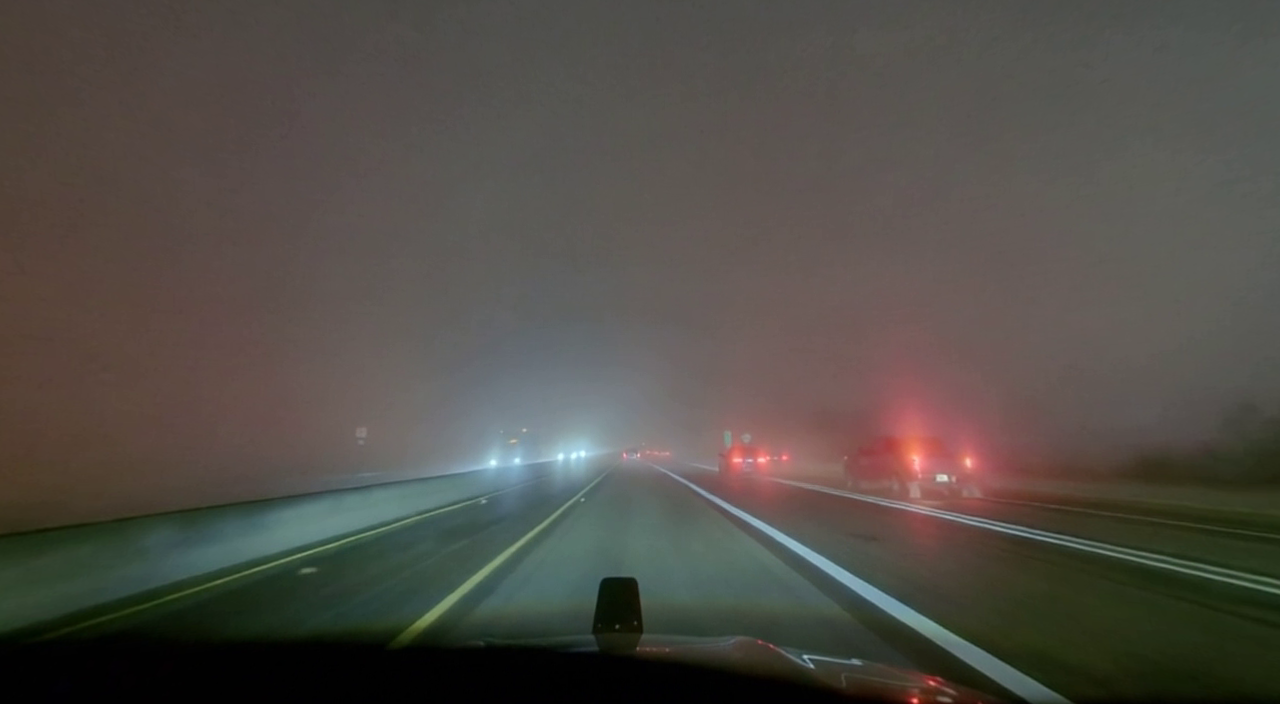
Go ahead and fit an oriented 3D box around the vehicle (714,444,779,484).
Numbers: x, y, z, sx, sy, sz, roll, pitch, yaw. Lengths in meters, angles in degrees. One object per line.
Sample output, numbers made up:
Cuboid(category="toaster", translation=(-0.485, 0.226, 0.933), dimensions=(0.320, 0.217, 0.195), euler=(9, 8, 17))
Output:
Cuboid(category="vehicle", translation=(4.259, 4.561, 25.649), dimensions=(1.917, 1.488, 3.693), euler=(0, -9, -1))
